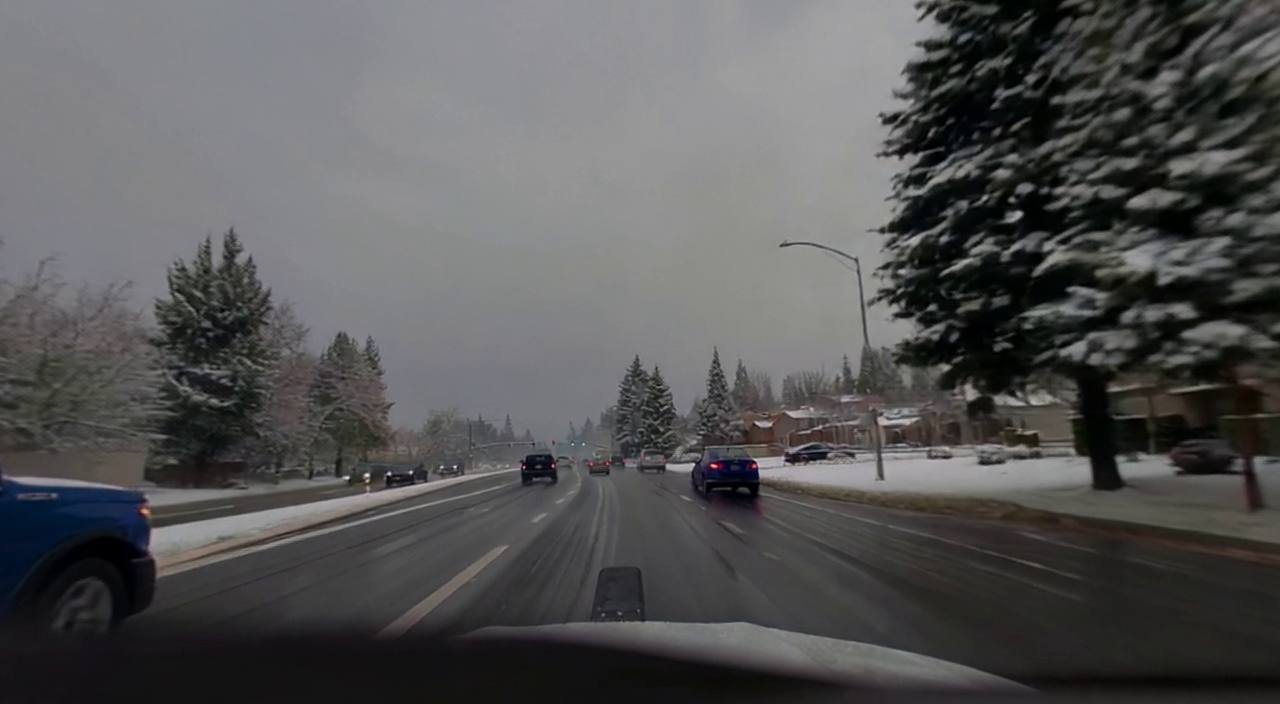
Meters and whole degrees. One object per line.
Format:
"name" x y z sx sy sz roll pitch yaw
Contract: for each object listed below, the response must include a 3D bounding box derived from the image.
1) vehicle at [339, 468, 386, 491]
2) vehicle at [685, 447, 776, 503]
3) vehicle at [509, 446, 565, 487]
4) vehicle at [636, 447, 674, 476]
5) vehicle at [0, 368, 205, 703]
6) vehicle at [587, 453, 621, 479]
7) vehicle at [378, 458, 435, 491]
"vehicle" -21.866 10.050 49.935 1.951 1.480 4.691 0 -8 -5
"vehicle" 2.574 3.619 19.100 1.884 1.463 4.195 0 -8 -4
"vehicle" -4.880 5.481 30.623 2.218 1.829 4.492 0 -8 -3
"vehicle" 0.973 7.498 43.396 2.099 1.845 4.363 1 -9 -6
"vehicle" -4.035 0.765 1.625 2.111 1.745 5.274 0 -8 -1
"vehicle" -2.403 7.386 41.214 2.030 1.477 4.330 1 -8 -5
"vehicle" -13.565 7.109 36.991 2.017 1.691 4.351 0 -8 -5
